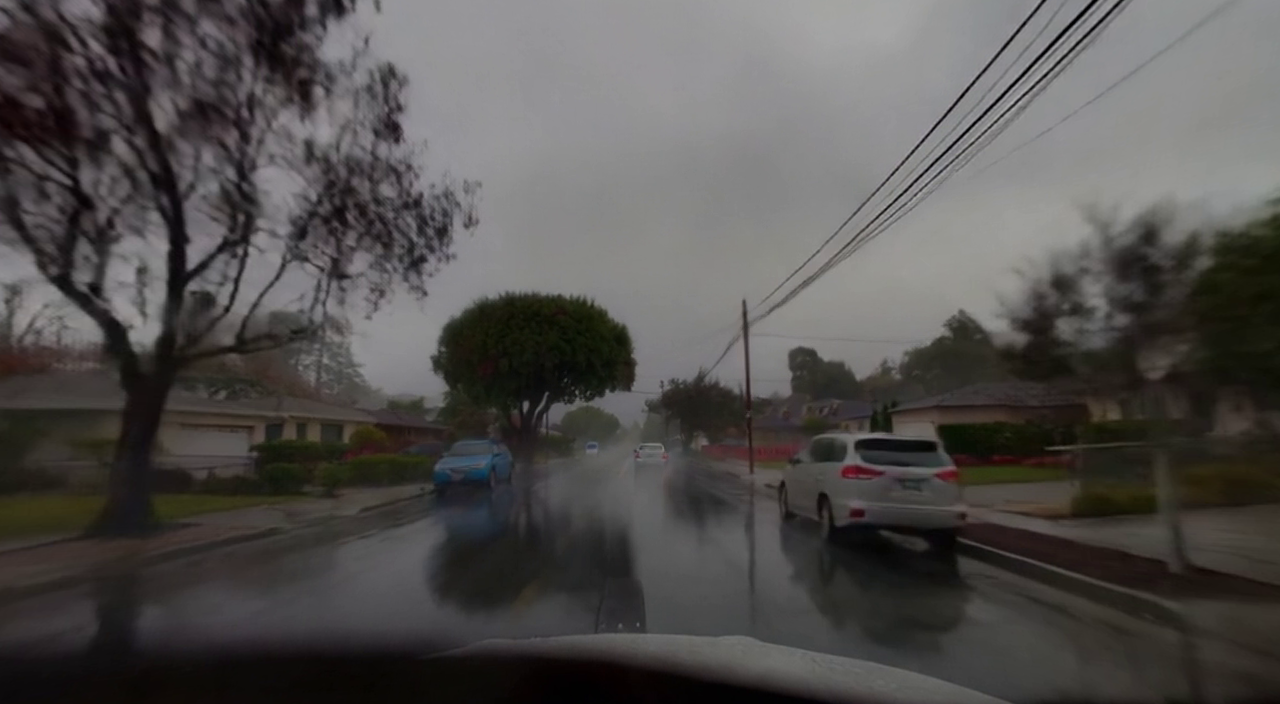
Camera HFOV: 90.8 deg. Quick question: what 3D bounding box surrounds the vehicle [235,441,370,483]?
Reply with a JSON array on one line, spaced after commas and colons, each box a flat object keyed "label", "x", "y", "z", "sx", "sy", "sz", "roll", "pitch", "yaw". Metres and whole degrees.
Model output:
[{"label": "vehicle", "x": -12.934, "y": 4.210, "z": 24.381, "sx": 4.129, "sy": 1.523, "sz": 1.839, "roll": 0, "pitch": -9, "yaw": 2}]

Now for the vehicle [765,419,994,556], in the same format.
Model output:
[{"label": "vehicle", "x": 3.419, "y": 2.016, "z": 10.109, "sx": 1.978, "sy": 1.690, "sz": 4.306, "roll": 0, "pitch": -9, "yaw": 0}]

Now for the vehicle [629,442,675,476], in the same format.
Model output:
[{"label": "vehicle", "x": 0.548, "y": 4.961, "z": 29.511, "sx": 2.000, "sy": 1.449, "sz": 4.006, "roll": 0, "pitch": -9, "yaw": 0}]

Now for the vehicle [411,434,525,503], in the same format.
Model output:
[{"label": "vehicle", "x": -5.205, "y": 3.554, "z": 19.868, "sx": 2.126, "sy": 1.816, "sz": 4.796, "roll": -3, "pitch": -8, "yaw": 1}]
